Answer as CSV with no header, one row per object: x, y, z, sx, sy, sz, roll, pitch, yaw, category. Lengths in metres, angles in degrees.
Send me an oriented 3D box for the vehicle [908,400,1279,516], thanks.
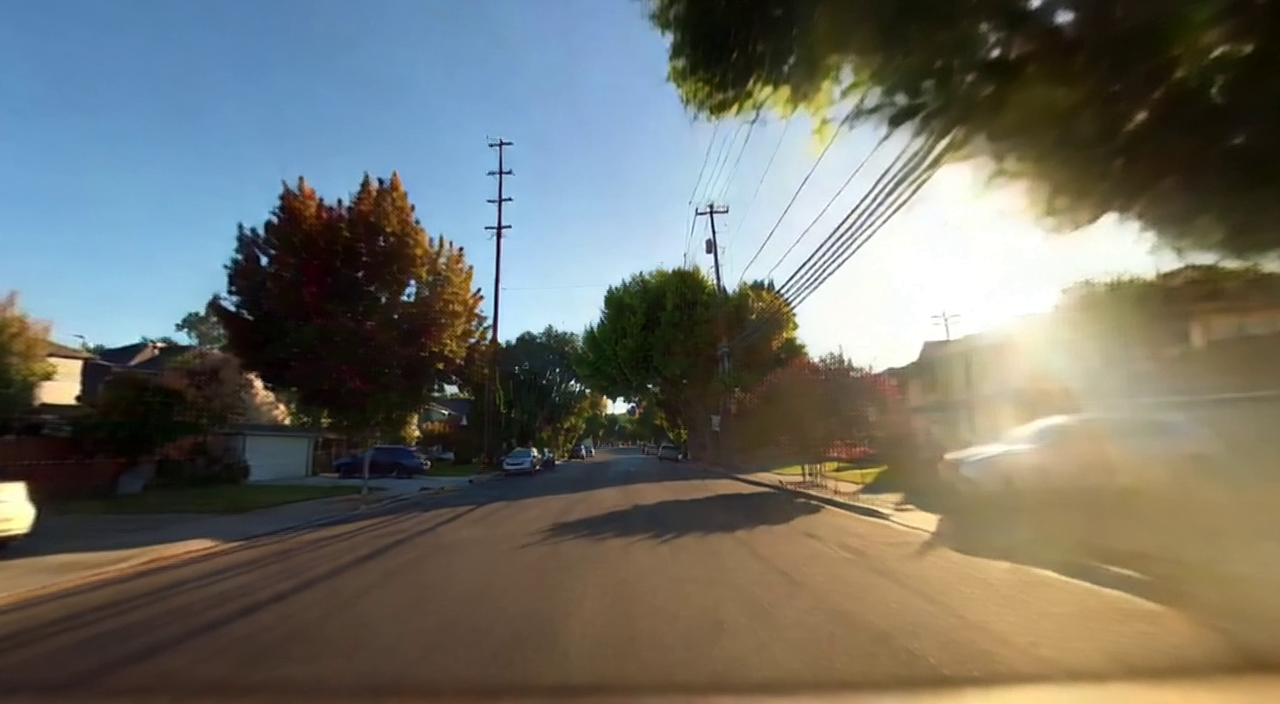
8.989,2.091,12.826,5.890,1.896,2.459,-2,-7,0,vehicle

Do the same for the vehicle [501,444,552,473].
-6.626,6.285,37.572,2.208,1.491,5.089,0,-8,-1,vehicle

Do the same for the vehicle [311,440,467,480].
-12.267,5.327,31.356,6.619,1.759,2.632,-1,-8,-2,vehicle
